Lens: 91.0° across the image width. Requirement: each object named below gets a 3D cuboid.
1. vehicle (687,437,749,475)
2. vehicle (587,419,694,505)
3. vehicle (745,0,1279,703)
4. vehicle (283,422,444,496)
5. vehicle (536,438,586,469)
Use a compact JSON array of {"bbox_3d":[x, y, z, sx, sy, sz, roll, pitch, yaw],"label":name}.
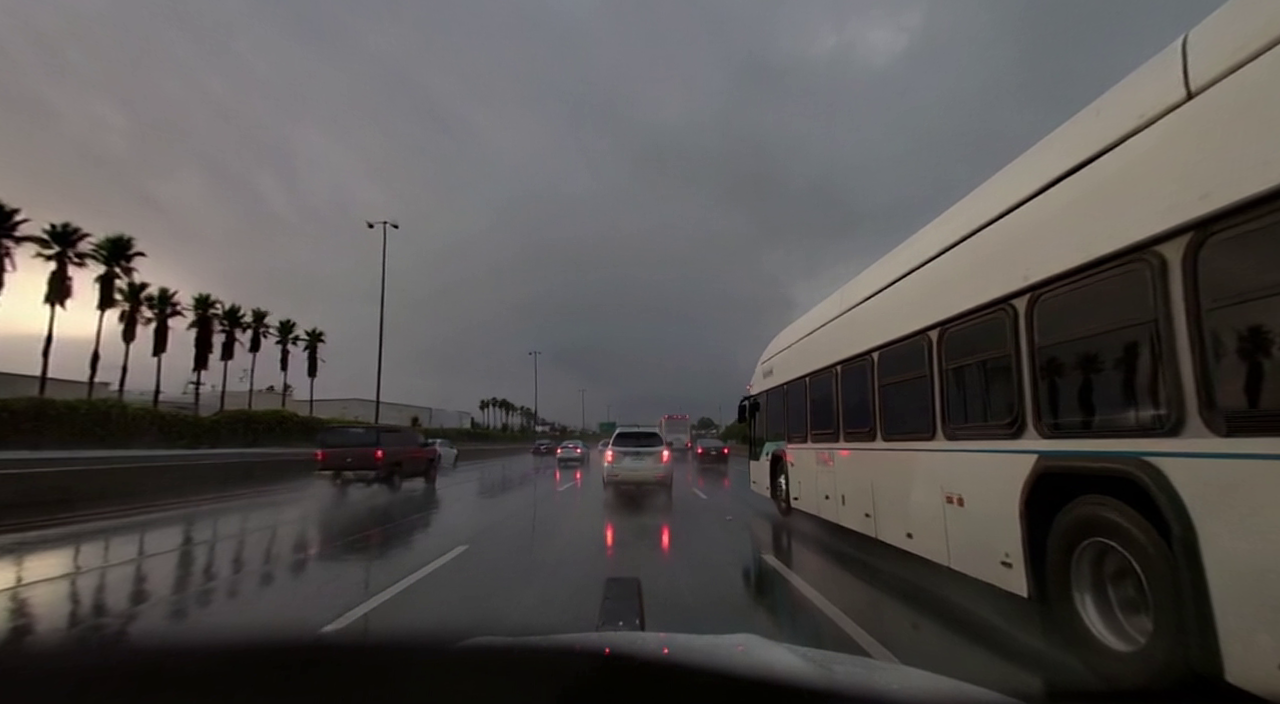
[{"bbox_3d":[3.339,4.590,27.993,2.039,1.516,4.521,0,-9,-2],"label":"vehicle"},{"bbox_3d":[0.051,2.664,15.535,2.268,1.796,4.280,0,-9,1],"label":"vehicle"},{"bbox_3d":[3.949,0.477,7.128,3.020,3.622,14.302,0,-9,0],"label":"vehicle"},{"bbox_3d":[-7.478,2.971,17.766,2.215,1.795,4.966,0,-9,1],"label":"vehicle"},{"bbox_3d":[-4.187,5.473,34.102,2.040,1.536,4.680,0,-9,1],"label":"vehicle"}]
